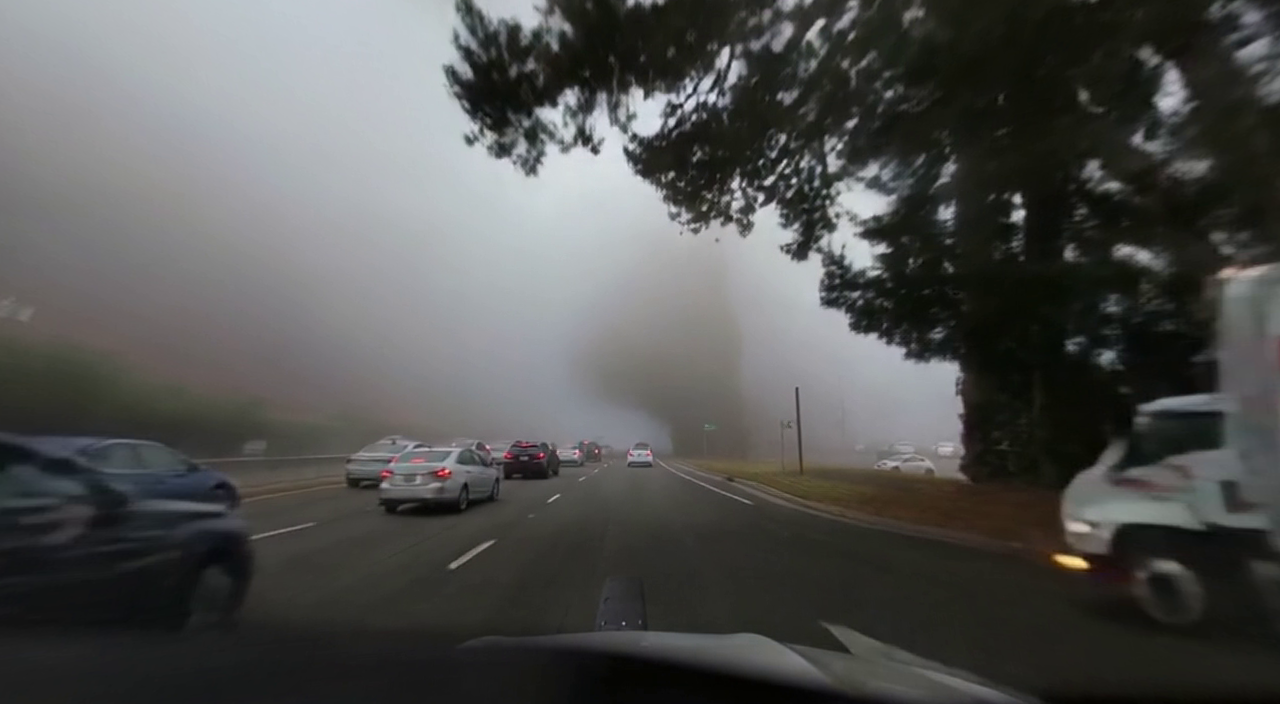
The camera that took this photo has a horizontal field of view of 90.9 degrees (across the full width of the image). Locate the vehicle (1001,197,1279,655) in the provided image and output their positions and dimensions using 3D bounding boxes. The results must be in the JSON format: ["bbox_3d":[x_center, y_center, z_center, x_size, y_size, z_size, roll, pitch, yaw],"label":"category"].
[{"bbox_3d":[7.382,0.317,3.406,3.138,3.120,8.670,7,-11,-42],"label":"vehicle"}]

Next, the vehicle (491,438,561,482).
[{"bbox_3d":[-4.237,4.065,24.106,1.871,1.502,4.240,0,-8,1],"label":"vehicle"}]

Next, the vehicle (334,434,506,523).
[{"bbox_3d":[-4.226,2.488,13.012,1.904,1.496,4.481,0,-8,0],"label":"vehicle"}]

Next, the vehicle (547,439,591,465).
[{"bbox_3d":[-4.173,5.979,37.825,1.975,1.447,4.356,-1,-8,2],"label":"vehicle"}]

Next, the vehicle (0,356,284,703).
[{"bbox_3d":[-3.536,0.812,2.145,2.007,1.664,4.431,0,-8,1],"label":"vehicle"}]

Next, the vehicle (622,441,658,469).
[{"bbox_3d":[0.004,5.632,34.629,1.875,1.453,3.888,0,-8,0],"label":"vehicle"}]
